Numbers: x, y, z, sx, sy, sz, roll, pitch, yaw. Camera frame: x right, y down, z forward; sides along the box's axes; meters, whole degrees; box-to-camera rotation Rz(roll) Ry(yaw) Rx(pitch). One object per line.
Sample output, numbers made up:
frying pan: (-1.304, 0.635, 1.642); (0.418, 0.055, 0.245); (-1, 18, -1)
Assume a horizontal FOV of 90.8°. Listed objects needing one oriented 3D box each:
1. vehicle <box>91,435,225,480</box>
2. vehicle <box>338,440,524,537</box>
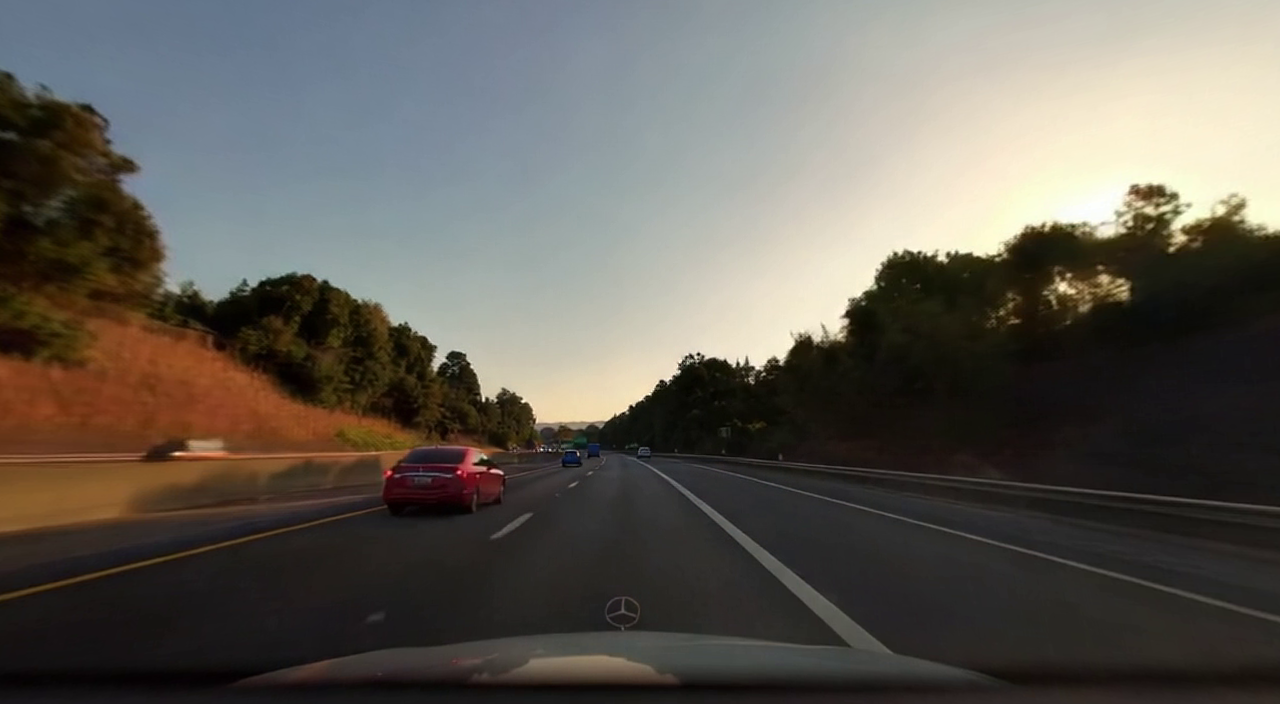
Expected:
vehicle: (-16.644, 3.644, 22.041); (1.714, 1.423, 3.725); (0, -9, 0)
vehicle: (-3.751, 2.524, 12.465); (1.957, 1.499, 4.965); (0, -9, 0)
